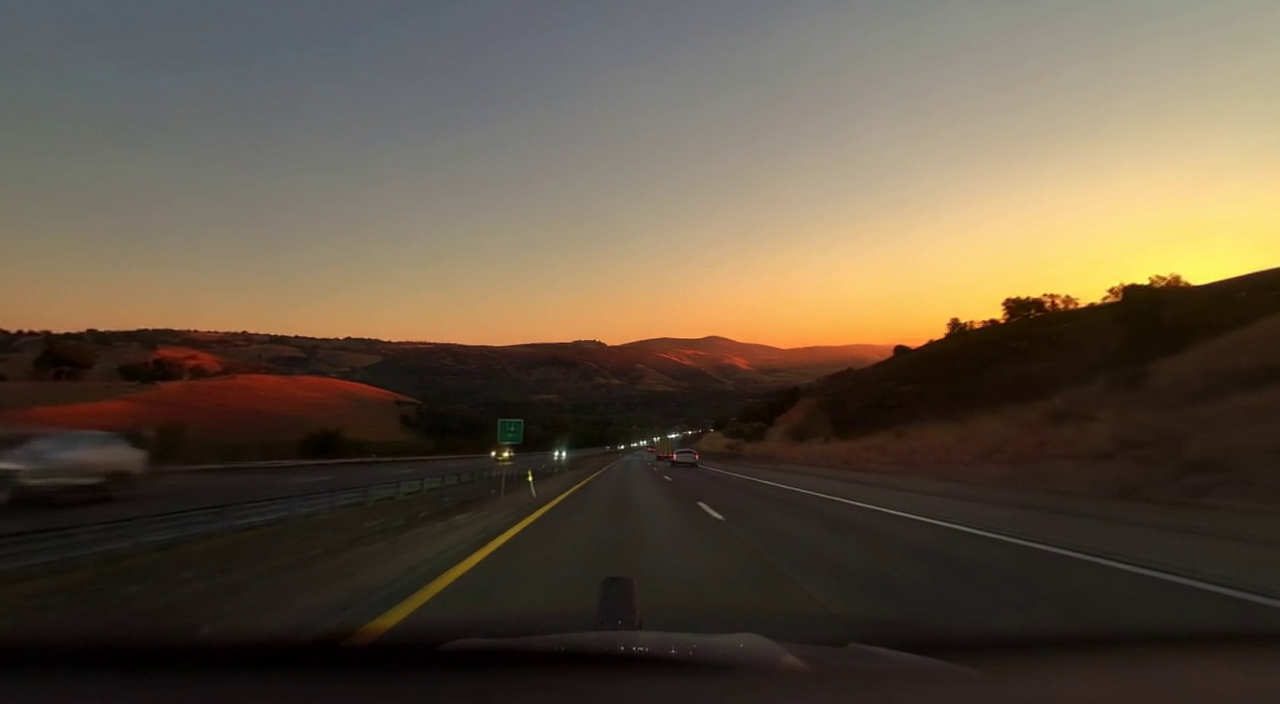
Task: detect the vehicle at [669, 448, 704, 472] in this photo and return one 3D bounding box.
[{"bbox_3d":[2.951,6.941,40.659,1.836,1.459,3.766,0,-9,-2],"label":"vehicle"}]
